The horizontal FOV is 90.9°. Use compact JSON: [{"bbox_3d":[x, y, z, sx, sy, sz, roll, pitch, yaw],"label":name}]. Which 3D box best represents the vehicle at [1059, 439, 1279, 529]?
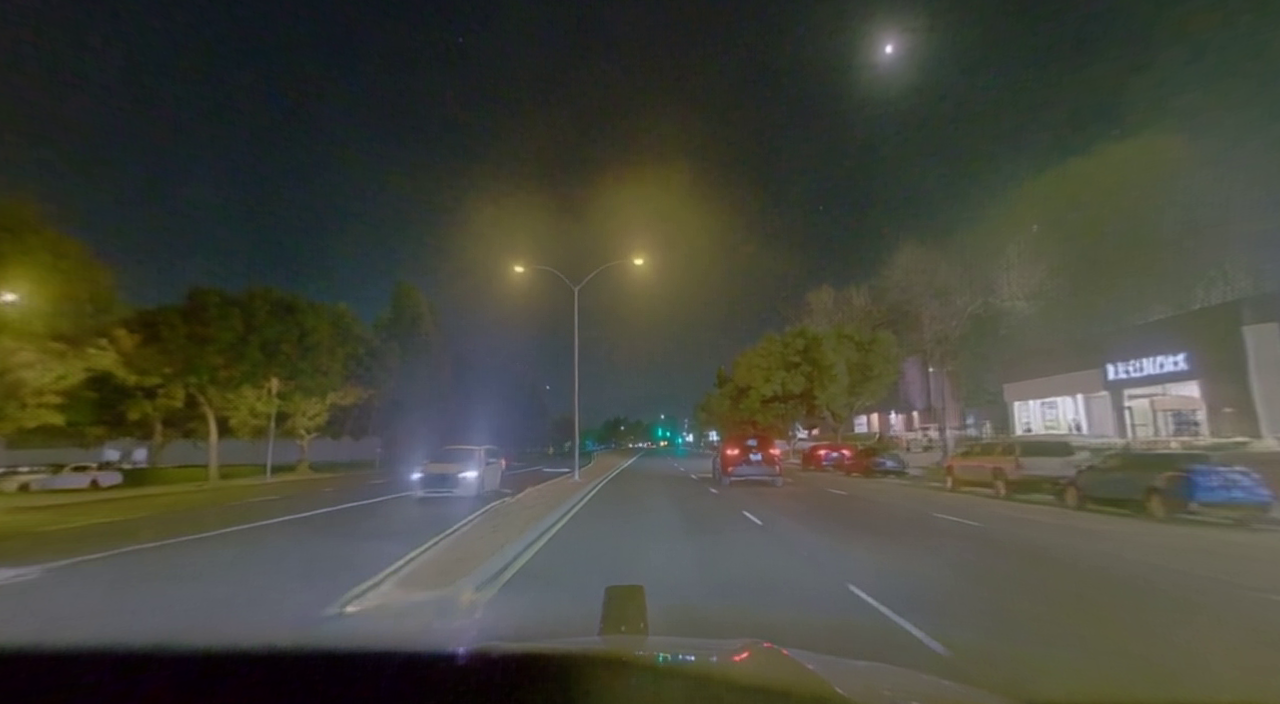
[{"bbox_3d":[10.671,2.477,12.435,1.847,1.445,4.281,0,-9,0],"label":"vehicle"}]

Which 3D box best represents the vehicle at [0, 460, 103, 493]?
[{"bbox_3d":[-29.878,6.155,31.297,4.546,1.489,2.015,0,-8,1],"label":"vehicle"}]

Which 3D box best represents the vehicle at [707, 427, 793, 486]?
[{"bbox_3d":[3.770,3.697,22.551,2.183,1.845,4.482,0,-9,-1],"label":"vehicle"}]

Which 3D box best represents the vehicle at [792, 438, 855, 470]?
[{"bbox_3d":[10.909,6.098,37.949,2.247,1.799,5.025,0,-9,-1],"label":"vehicle"}]

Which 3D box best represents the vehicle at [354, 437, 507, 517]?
[{"bbox_3d":[-4.408,2.689,14.106,2.031,1.478,4.434,0,-9,-2],"label":"vehicle"}]

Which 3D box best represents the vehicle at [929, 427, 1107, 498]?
[{"bbox_3d":[10.595,3.134,18.257,1.989,1.768,4.977,0,-9,0],"label":"vehicle"}]
